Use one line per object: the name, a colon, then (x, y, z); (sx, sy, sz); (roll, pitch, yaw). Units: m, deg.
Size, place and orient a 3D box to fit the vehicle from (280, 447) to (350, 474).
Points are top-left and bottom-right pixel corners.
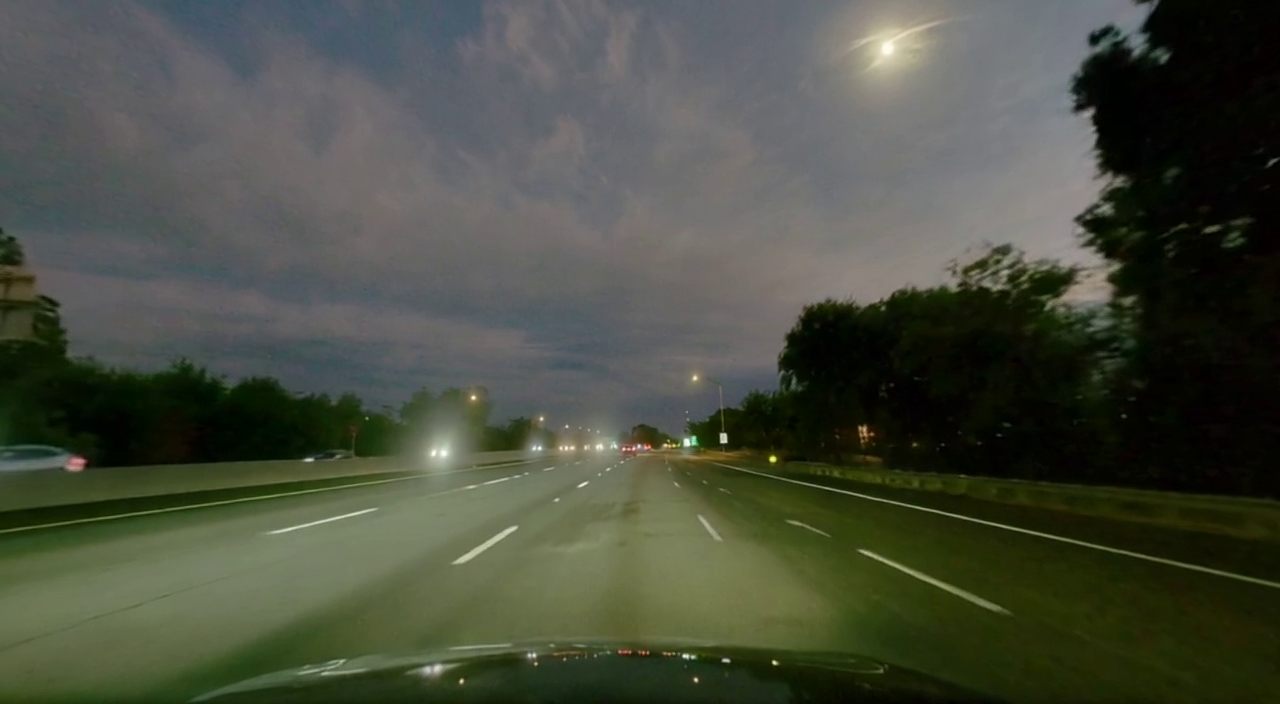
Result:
vehicle: (-19.379, 6.446, 37.709); (1.859, 1.505, 4.142); (0, -9, 2)
